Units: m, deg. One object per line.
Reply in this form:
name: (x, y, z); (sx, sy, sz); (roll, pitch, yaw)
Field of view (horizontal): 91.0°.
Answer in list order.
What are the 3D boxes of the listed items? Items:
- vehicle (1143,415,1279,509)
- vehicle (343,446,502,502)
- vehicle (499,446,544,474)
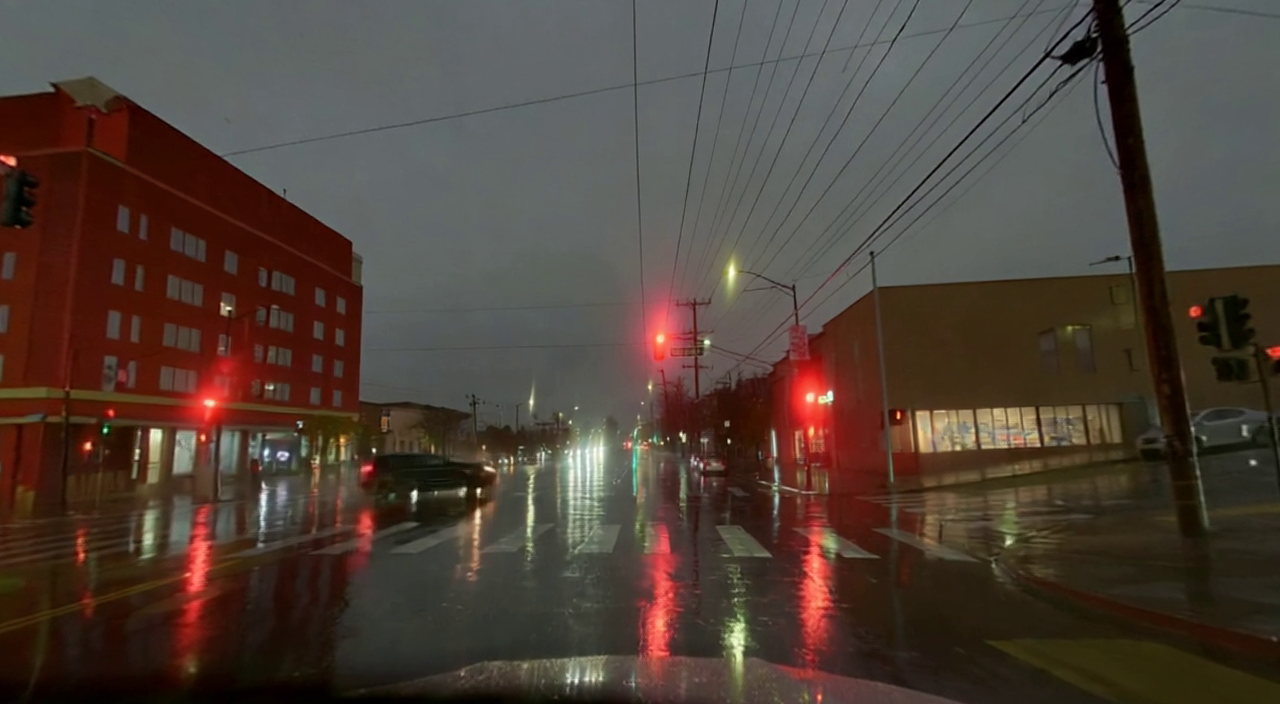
vehicle: (12.712, 2.201, 12.799); (3.234, 1.746, 1.941); (0, -9, -2)
vehicle: (-7.249, 4.031, 21.204); (4.525, 1.650, 2.120); (7, -11, -38)
vehicle: (-8.249, 7.540, 44.300); (2.096, 1.830, 4.752); (0, -9, 2)
